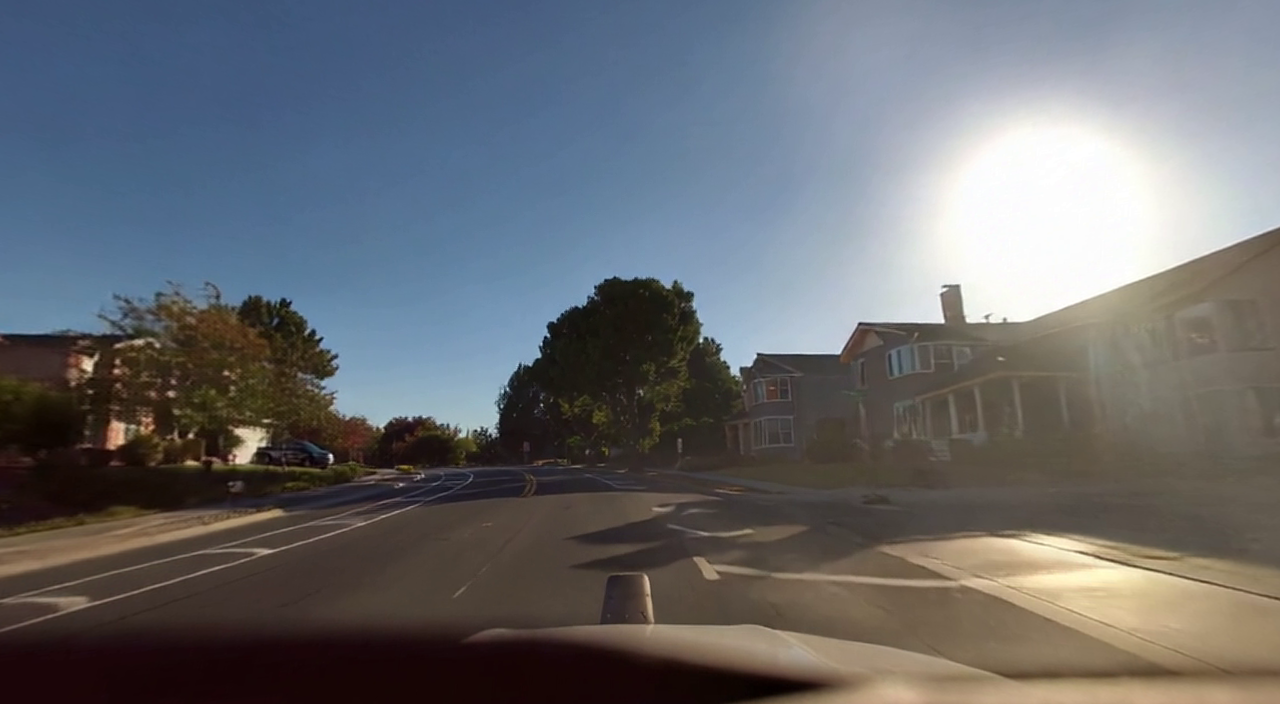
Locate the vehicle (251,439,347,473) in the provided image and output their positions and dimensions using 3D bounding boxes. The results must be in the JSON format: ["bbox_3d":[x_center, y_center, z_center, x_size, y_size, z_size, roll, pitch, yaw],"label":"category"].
[{"bbox_3d":[-19.982,6.061,36.966,4.562,1.857,2.129,-2,-9,14],"label":"vehicle"}]
